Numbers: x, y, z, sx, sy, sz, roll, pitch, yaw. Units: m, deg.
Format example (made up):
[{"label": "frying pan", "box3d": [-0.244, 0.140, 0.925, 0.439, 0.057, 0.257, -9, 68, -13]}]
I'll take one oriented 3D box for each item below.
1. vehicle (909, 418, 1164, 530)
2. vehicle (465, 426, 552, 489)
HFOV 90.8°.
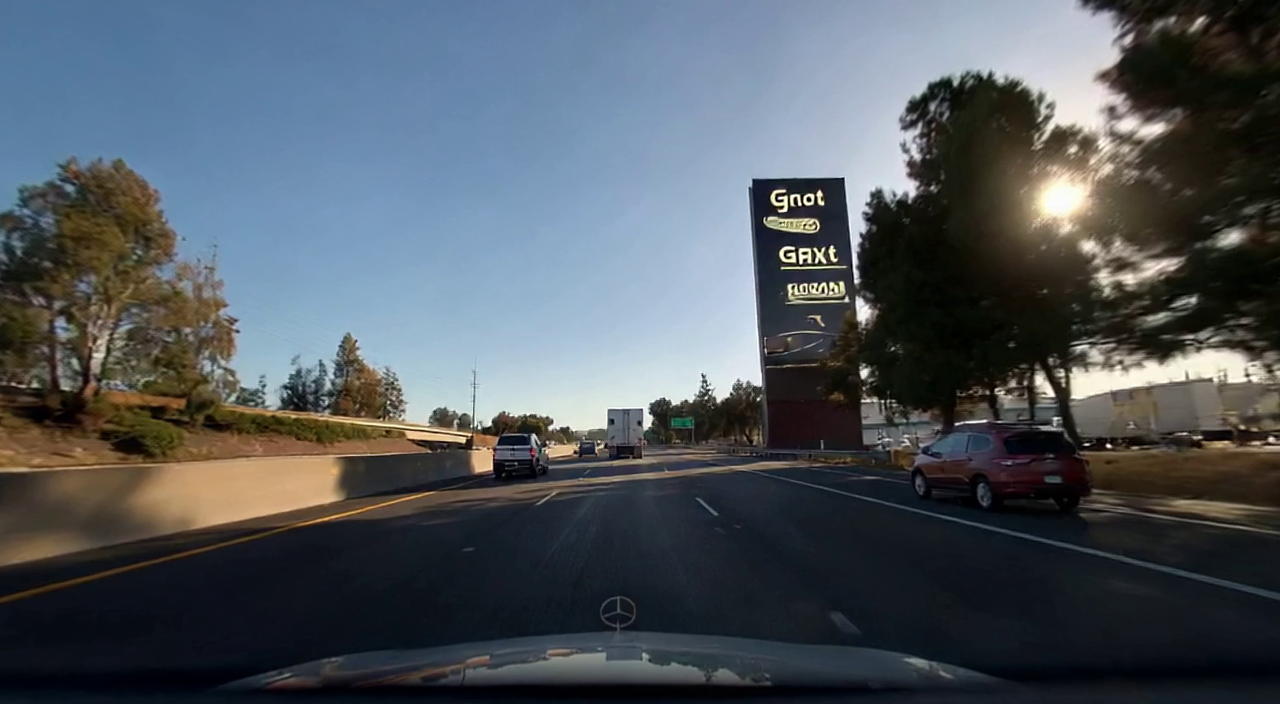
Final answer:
[{"label": "vehicle", "box3d": [6.949, 2.175, 11.768, 1.928, 1.686, 4.182, 0, -8, -1]}, {"label": "vehicle", "box3d": [-4.415, 3.622, 22.042, 2.095, 1.930, 4.680, 0, -8, -1]}]
